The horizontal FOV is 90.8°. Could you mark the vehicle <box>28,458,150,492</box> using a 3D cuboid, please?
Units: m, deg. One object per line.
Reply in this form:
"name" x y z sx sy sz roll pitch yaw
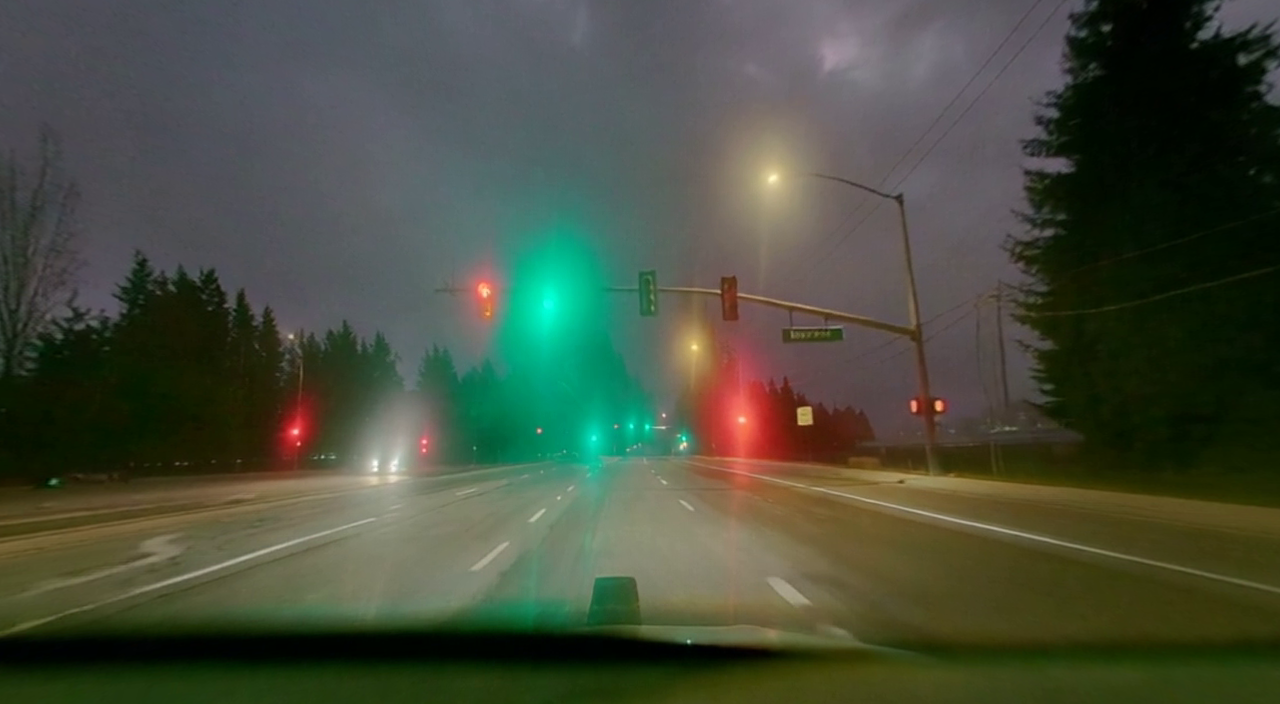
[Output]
"vehicle" -29.160 6.488 33.681 2.089 1.556 4.961 0 -9 -1
